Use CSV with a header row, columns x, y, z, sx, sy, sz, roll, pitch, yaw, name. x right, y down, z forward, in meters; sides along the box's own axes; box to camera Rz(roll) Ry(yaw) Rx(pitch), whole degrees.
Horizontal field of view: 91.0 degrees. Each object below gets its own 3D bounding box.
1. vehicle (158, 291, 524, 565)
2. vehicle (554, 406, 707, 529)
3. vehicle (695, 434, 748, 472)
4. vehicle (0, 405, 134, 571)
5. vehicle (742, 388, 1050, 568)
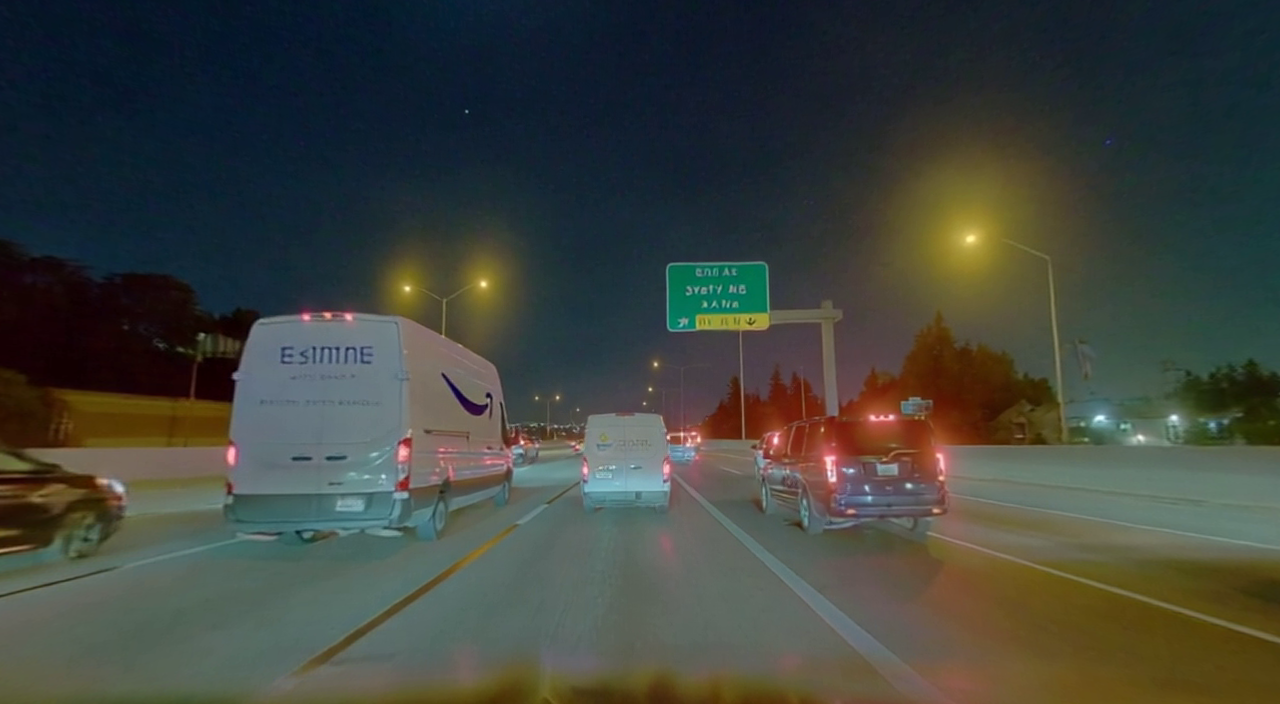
x,y,z,sx,sy,sz,roll,pitch,yaw,name
-3.675,1.240,9.872,2.415,2.821,6.636,0,-8,0,vehicle
-0.138,2.056,11.683,2.287,1.823,4.369,0,-8,0,vehicle
3.948,4.953,31.106,2.064,1.720,4.416,0,-8,0,vehicle
-7.182,1.183,5.253,2.031,1.583,4.646,0,-8,0,vehicle
3.148,1.721,9.339,2.341,1.890,5.144,1,-8,-1,vehicle
